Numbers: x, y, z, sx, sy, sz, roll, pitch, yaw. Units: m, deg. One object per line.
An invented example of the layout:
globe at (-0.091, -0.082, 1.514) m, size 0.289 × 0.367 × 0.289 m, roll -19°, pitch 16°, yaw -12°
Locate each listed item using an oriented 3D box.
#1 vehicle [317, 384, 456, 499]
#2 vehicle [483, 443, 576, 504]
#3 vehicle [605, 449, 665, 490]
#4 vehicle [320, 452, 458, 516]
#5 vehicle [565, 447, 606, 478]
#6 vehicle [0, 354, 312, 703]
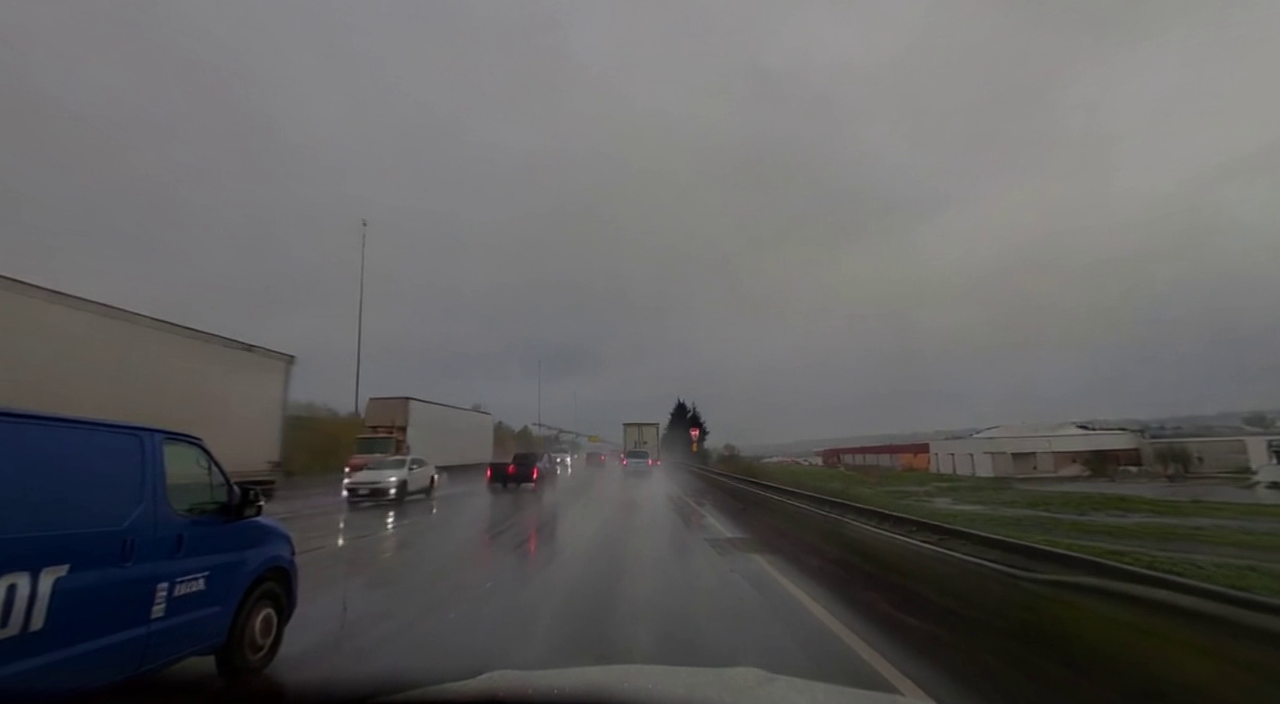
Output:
vehicle at (-9.776, 3.582, 25.185) m, size 3.024 × 4.011 × 5.853 m, roll 0°, pitch -9°, yaw 0°
vehicle at (-3.164, 3.562, 18.973) m, size 1.937 × 1.600 × 4.141 m, roll 0°, pitch -9°, yaw 1°
vehicle at (-0.215, 4.425, 24.033) m, size 2.095 × 1.393 × 3.908 m, roll 0°, pitch -9°, yaw -1°
vehicle at (-6.614, 3.505, 17.262) m, size 1.887 × 1.462 × 4.466 m, roll 0°, pitch -9°, yaw 1°
vehicle at (-3.101, 6.331, 36.515) m, size 1.994 × 1.663 × 4.047 m, roll 0°, pitch -9°, yaw 0°
vehicle at (-3.047, 0.781, 1.402) m, size 2.117 × 1.688 × 4.582 m, roll 0°, pitch -9°, yaw 1°
